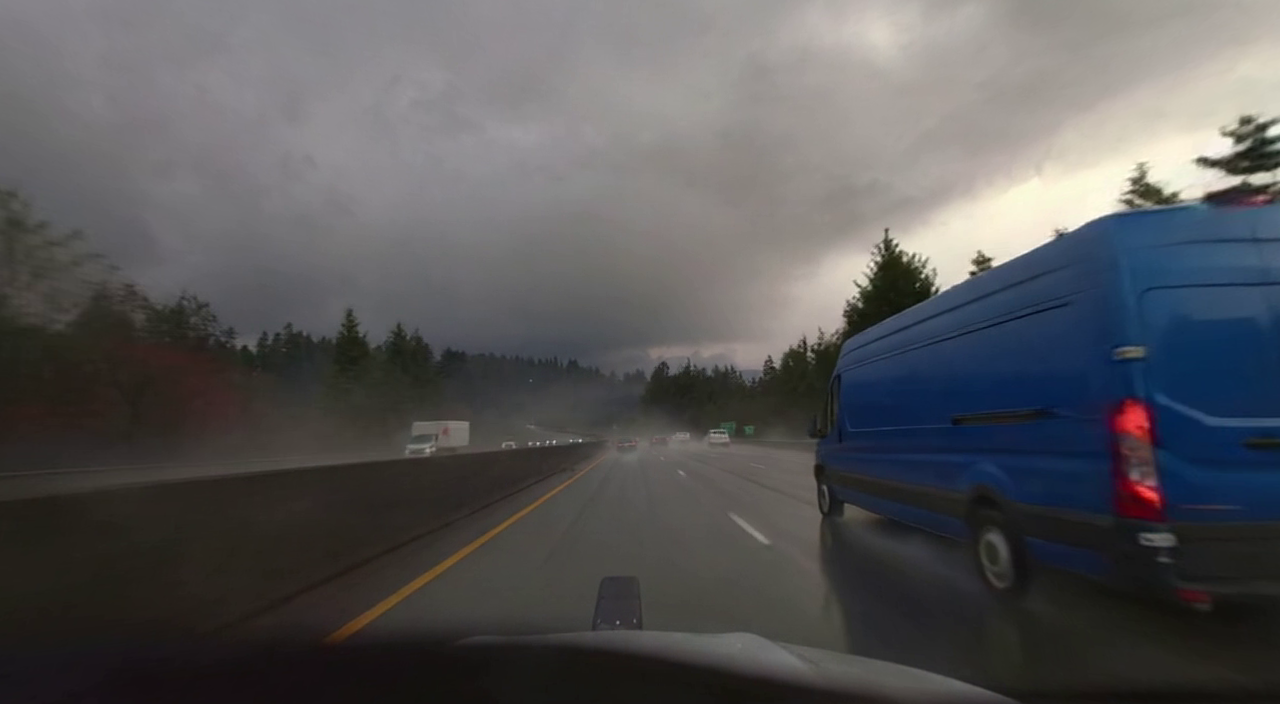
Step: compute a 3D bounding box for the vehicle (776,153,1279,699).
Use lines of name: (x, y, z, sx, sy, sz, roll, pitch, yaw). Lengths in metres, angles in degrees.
vehicle: (3.543, 0.763, 6.623, 2.416, 2.595, 7.243, 0, -8, -1)

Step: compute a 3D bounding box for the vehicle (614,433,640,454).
vehicle: (-0.992, 6.986, 48.297, 1.900, 1.524, 4.324, 0, -8, -1)
